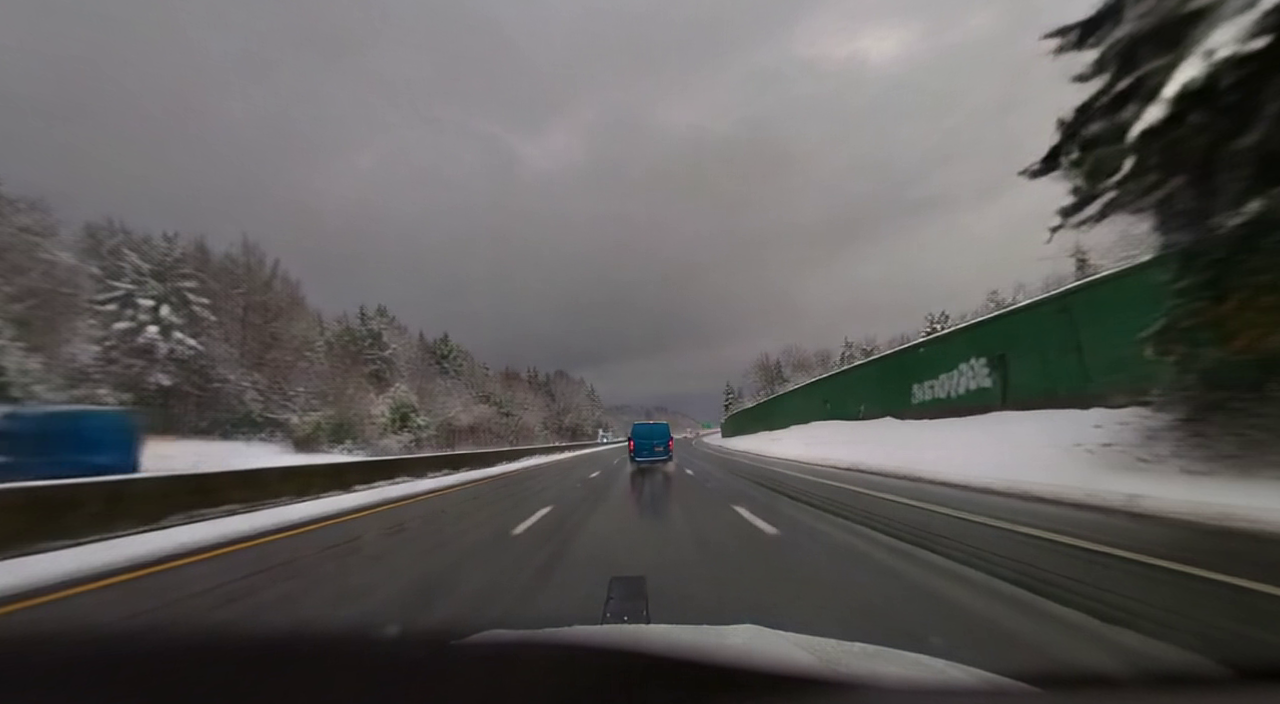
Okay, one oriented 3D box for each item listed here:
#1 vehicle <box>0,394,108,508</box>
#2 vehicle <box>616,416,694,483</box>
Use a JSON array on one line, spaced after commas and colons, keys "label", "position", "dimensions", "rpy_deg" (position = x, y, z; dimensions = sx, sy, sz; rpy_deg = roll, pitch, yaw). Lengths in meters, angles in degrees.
[{"label": "vehicle", "position": [-16.471, 2.357, 14.898], "dimensions": [2.356, 2.698, 5.982], "rpy_deg": [0, -8, 1]}, {"label": "vehicle", "position": [0.436, 3.194, 20.835], "dimensions": [2.283, 1.956, 4.421], "rpy_deg": [0, -8, 0]}]
